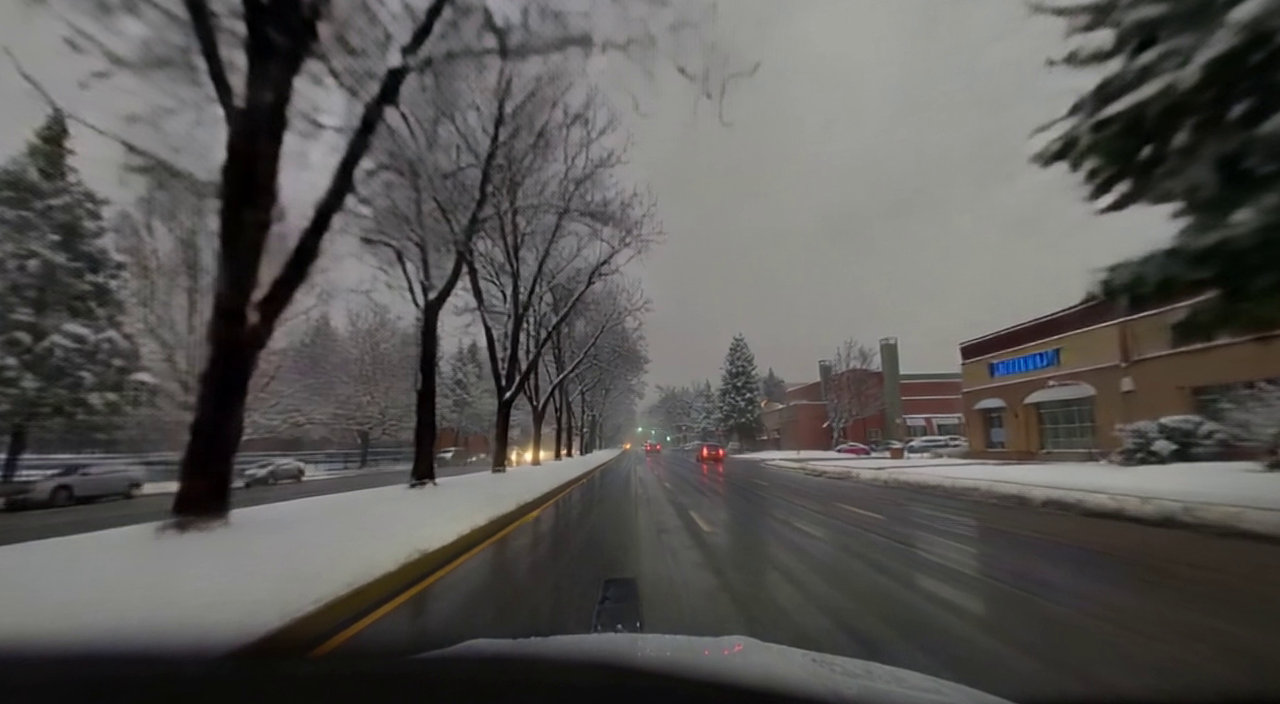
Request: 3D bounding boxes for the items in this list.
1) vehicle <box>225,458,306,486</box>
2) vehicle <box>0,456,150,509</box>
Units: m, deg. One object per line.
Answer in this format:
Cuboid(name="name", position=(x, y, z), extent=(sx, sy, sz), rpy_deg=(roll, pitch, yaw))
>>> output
Cuboid(name="vehicle", position=(-21.438, 6.856, 36.367), extent=(1.847, 1.454, 4.413), rpy_deg=(0, -9, 1))
Cuboid(name="vehicle", position=(-21.963, 4.975, 24.546), extent=(1.922, 1.738, 4.556), rpy_deg=(-1, -9, 4))
